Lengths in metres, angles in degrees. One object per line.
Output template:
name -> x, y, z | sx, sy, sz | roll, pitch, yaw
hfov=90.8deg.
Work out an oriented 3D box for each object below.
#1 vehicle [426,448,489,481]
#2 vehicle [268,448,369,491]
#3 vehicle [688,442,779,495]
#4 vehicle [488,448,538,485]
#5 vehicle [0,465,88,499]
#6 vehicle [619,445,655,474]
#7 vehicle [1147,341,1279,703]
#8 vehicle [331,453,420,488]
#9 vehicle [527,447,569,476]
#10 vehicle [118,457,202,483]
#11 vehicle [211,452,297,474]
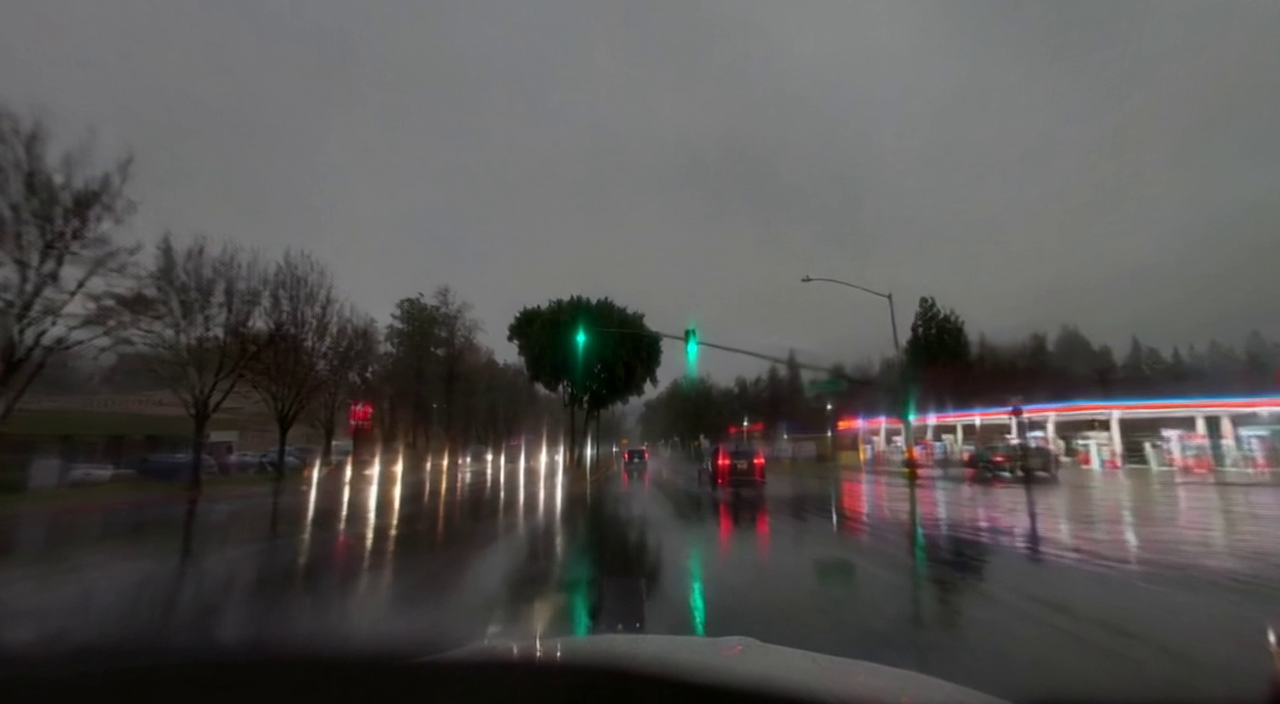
vehicle -> -9.274, 5.764, 32.535 | 2.165, 1.557, 4.515 | 0, -9, -4
vehicle -> -15.927, 5.794, 31.736 | 2.191, 1.926, 5.787 | 0, -9, -2
vehicle -> 2.860, 3.695, 20.427 | 2.061, 1.487, 4.462 | 0, -9, -2
vehicle -> -5.691, 5.141, 28.770 | 1.972, 1.466, 4.493 | 2, -8, -8
vehicle -> -28.788, 5.995, 29.316 | 4.323, 1.445, 2.002 | 1, -9, -2
vehicle -> -0.238, 6.424, 37.944 | 2.029, 1.605, 3.827 | 0, -9, -2
vehicle -> 3.458, 0.491, 0.375 | 2.117, 1.689, 5.113 | 0, -9, 1
vehicle -> -12.691, 5.704, 30.767 | 2.186, 1.532, 5.087 | 0, -9, -1
vehicle -> -5.429, 6.497, 37.770 | 1.953, 1.526, 4.349 | 0, -8, -2
vehicle -> -28.622, 7.017, 37.737 | 3.640, 1.462, 1.660 | -1, -9, 1
vehicle -> -29.706, 8.555, 48.678 | 5.442, 1.645, 1.919 | -1, -9, 4
